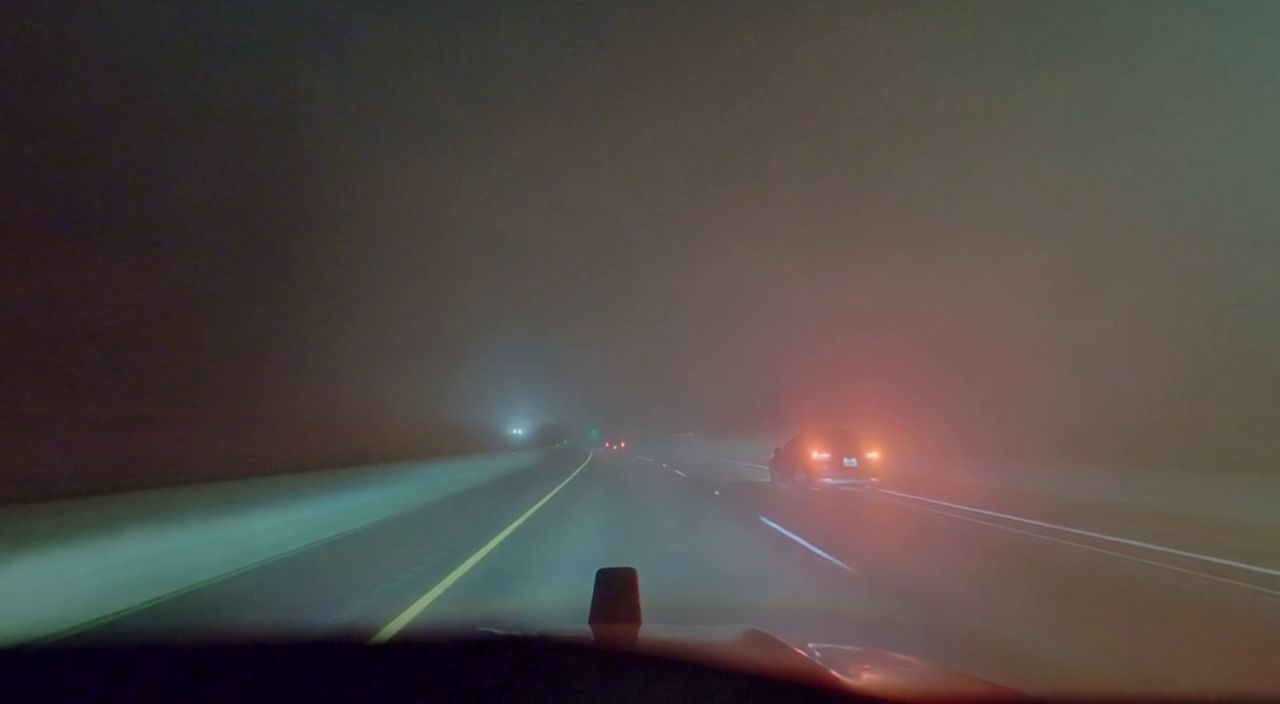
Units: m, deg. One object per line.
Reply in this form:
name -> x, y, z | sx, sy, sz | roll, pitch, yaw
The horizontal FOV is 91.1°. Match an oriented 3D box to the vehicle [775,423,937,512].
vehicle -> 4.110, 2.236, 12.652 | 1.852, 1.513, 3.652 | 0, -8, -2

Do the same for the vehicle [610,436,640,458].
vehicle -> -1.107, 6.707, 44.648 | 1.998, 1.512, 3.735 | 0, -8, -2
